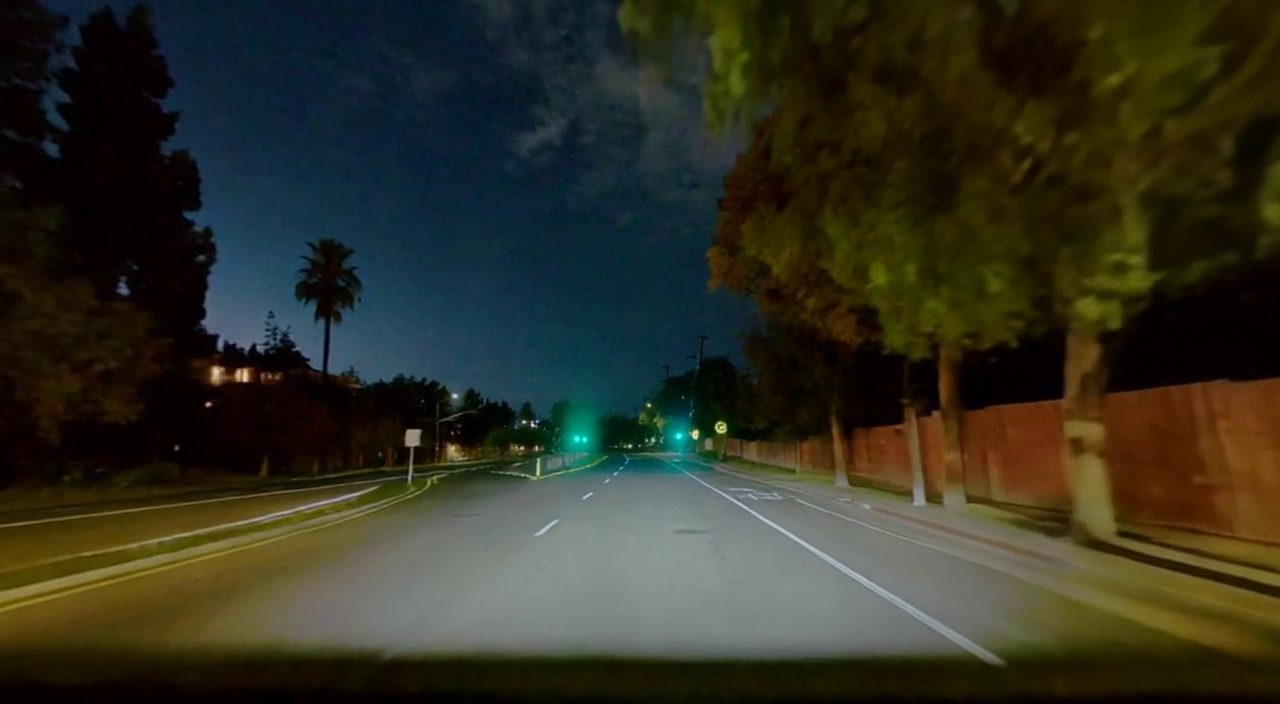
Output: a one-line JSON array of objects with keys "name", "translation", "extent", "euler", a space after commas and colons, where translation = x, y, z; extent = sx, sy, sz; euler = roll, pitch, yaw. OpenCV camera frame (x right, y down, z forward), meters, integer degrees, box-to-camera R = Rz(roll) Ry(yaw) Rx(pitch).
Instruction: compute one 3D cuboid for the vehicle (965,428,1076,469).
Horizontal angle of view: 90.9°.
[{"name": "vehicle", "translation": [18.543, 4.689, 30.822], "extent": [4.229, 1.911, 2.134], "euler": [2, -8, -13]}]
